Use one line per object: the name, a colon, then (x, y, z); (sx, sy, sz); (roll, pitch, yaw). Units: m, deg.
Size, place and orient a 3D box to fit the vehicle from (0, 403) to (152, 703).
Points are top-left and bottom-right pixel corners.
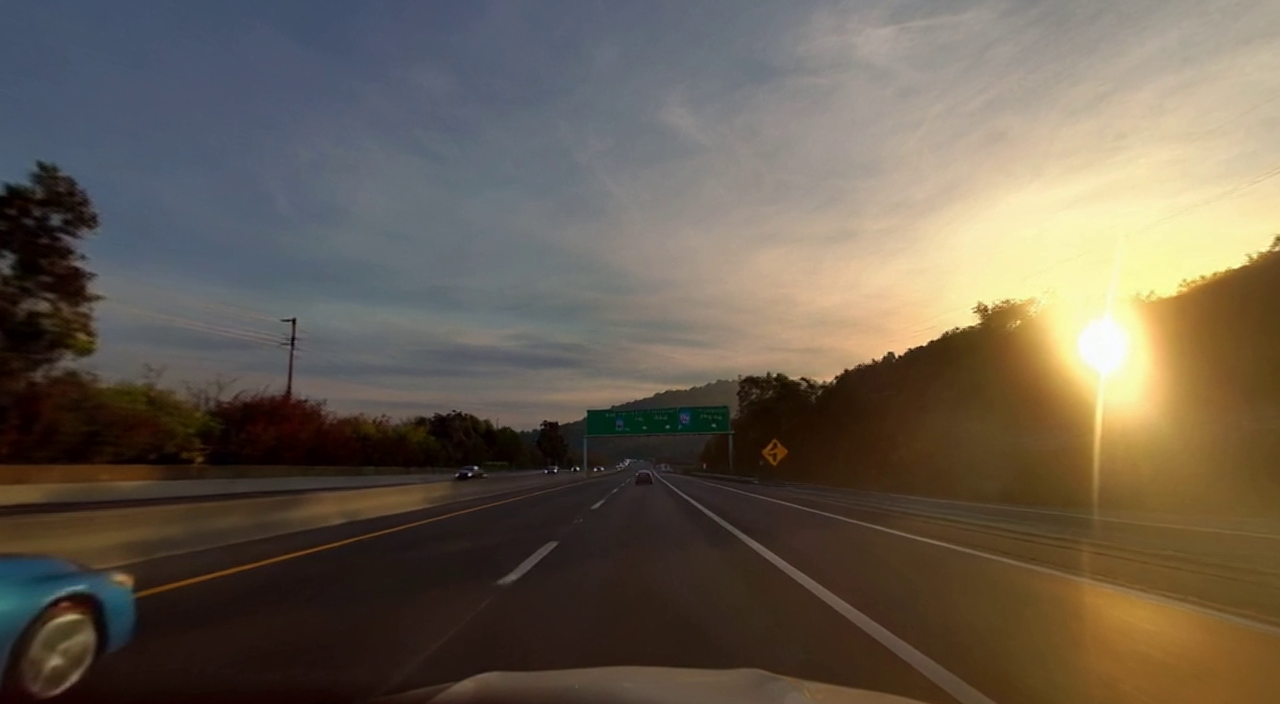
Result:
vehicle: (-3.842, 0.735, 1.484); (2.041, 1.508, 4.075); (1, -11, 0)
